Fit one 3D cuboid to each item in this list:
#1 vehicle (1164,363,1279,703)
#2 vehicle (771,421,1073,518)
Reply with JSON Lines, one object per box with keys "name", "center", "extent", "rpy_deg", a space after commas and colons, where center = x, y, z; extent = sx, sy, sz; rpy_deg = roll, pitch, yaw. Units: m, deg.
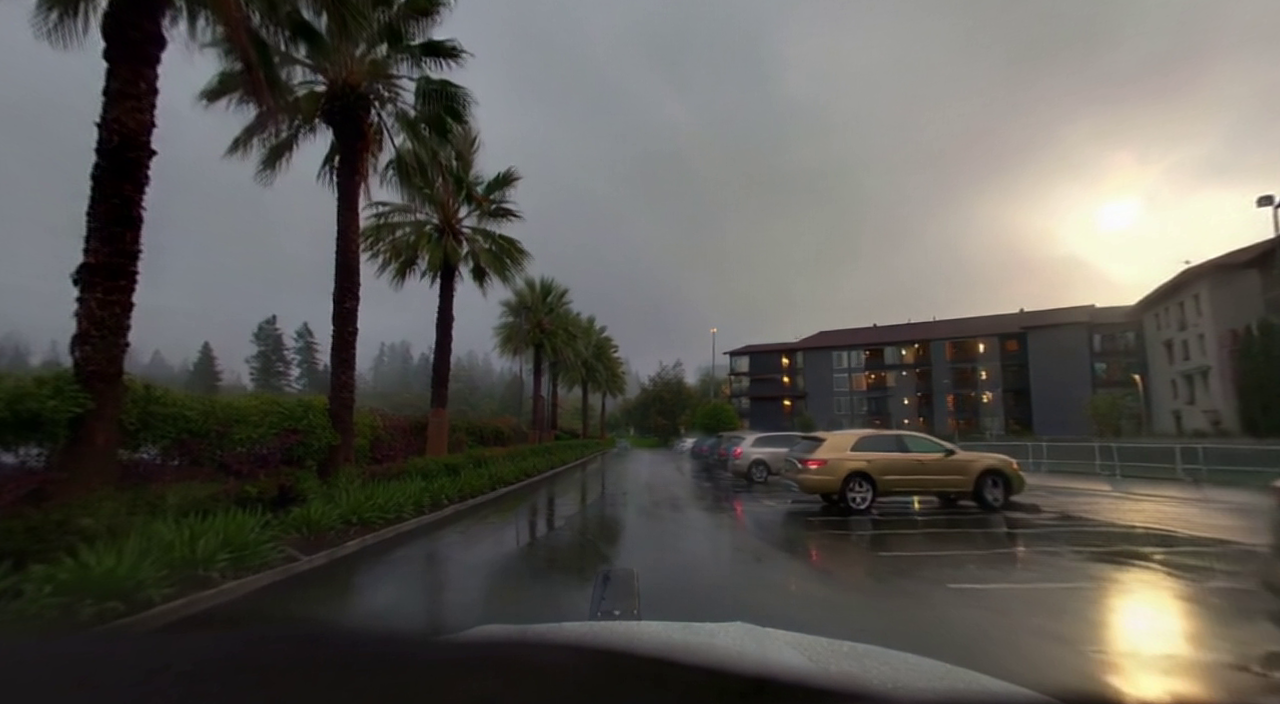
{"name": "vehicle", "center": [5.037, 0.881, 2.236], "extent": [4.803, 1.520, 1.894], "rpy_deg": [3, -7, -2]}
{"name": "vehicle", "center": [5.711, 2.420, 13.327], "extent": [5.381, 1.826, 2.047], "rpy_deg": [0, -9, -4]}
